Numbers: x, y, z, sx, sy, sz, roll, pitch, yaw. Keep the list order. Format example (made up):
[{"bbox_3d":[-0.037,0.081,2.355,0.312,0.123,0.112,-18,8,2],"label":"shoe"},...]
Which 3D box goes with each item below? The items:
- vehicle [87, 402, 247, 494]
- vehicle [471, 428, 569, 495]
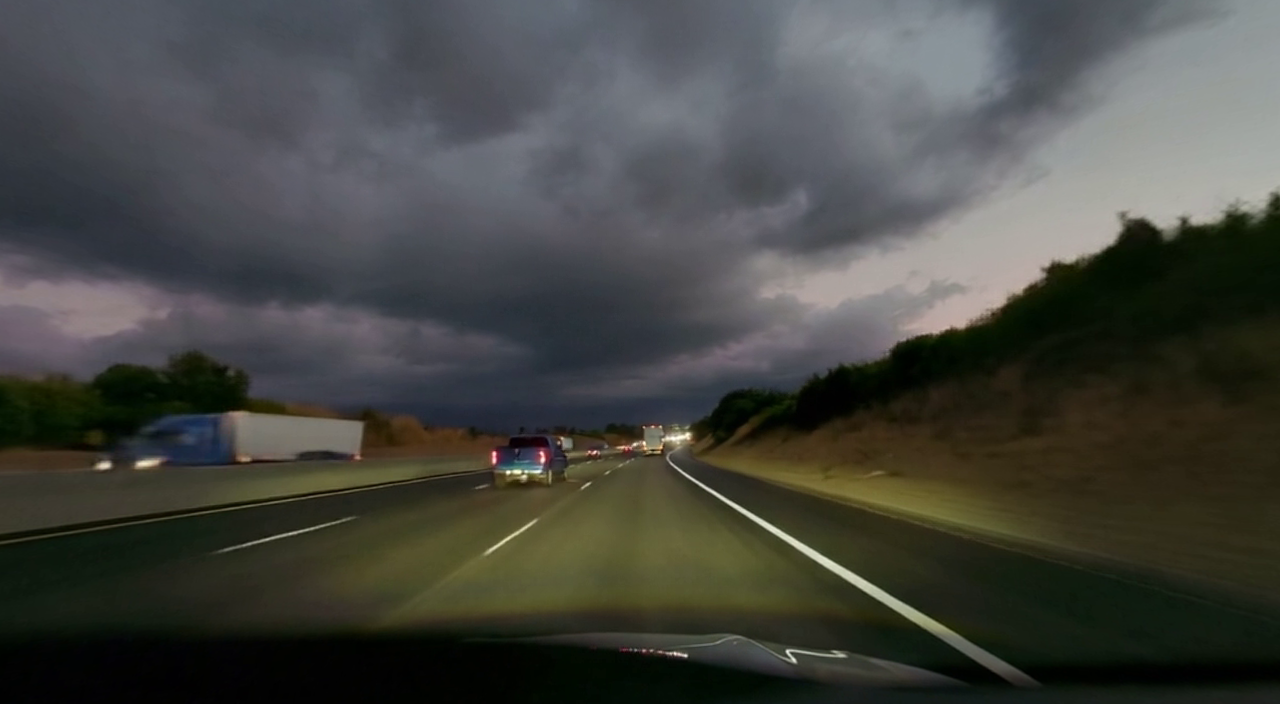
[{"bbox_3d":[-22.697,4.688,30.816,2.955,3.979,5.943,0,-9,1],"label":"vehicle"},{"bbox_3d":[-3.851,3.640,21.311,2.216,1.949,5.237,0,-9,1],"label":"vehicle"}]
